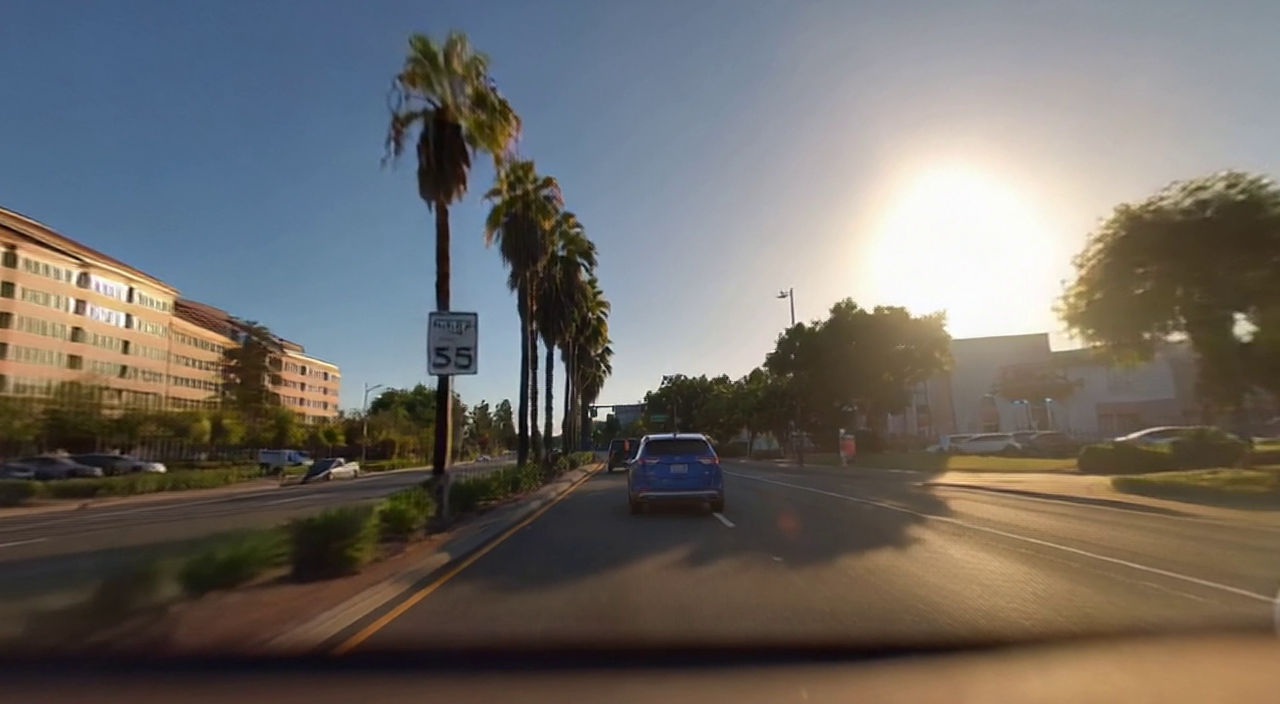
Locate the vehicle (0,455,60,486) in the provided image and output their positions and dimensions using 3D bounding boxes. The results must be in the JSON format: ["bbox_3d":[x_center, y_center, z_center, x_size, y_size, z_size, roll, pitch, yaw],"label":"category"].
[{"bbox_3d":[-39.846,7.450,39.869,1.979,1.822,4.659,0,-8,1],"label":"vehicle"}]

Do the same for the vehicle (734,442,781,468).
[{"bbox_3d":[6.981,6.151,37.934,1.930,1.457,4.267,0,-8,-1],"label":"vehicle"}]

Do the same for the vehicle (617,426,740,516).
[{"bbox_3d":[0.662,2.578,14.241,2.239,1.693,4.301,0,-8,-3],"label":"vehicle"}]

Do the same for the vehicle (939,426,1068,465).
[{"bbox_3d":[20.468,5.305,35.778,5.820,1.968,2.301,-1,-9,-3],"label":"vehicle"}]

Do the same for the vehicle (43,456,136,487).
[{"bbox_3d":[-34.240,7.442,39.463,1.926,1.722,4.264,0,-8,0],"label":"vehicle"}]

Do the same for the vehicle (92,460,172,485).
[{"bbox_3d":[-31.425,7.441,39.222,1.765,1.417,3.827,0,-8,0],"label":"vehicle"}]

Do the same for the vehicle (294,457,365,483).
[{"bbox_3d":[-19.496,7.402,39.892,1.848,1.460,4.641,-1,-8,4],"label":"vehicle"}]
